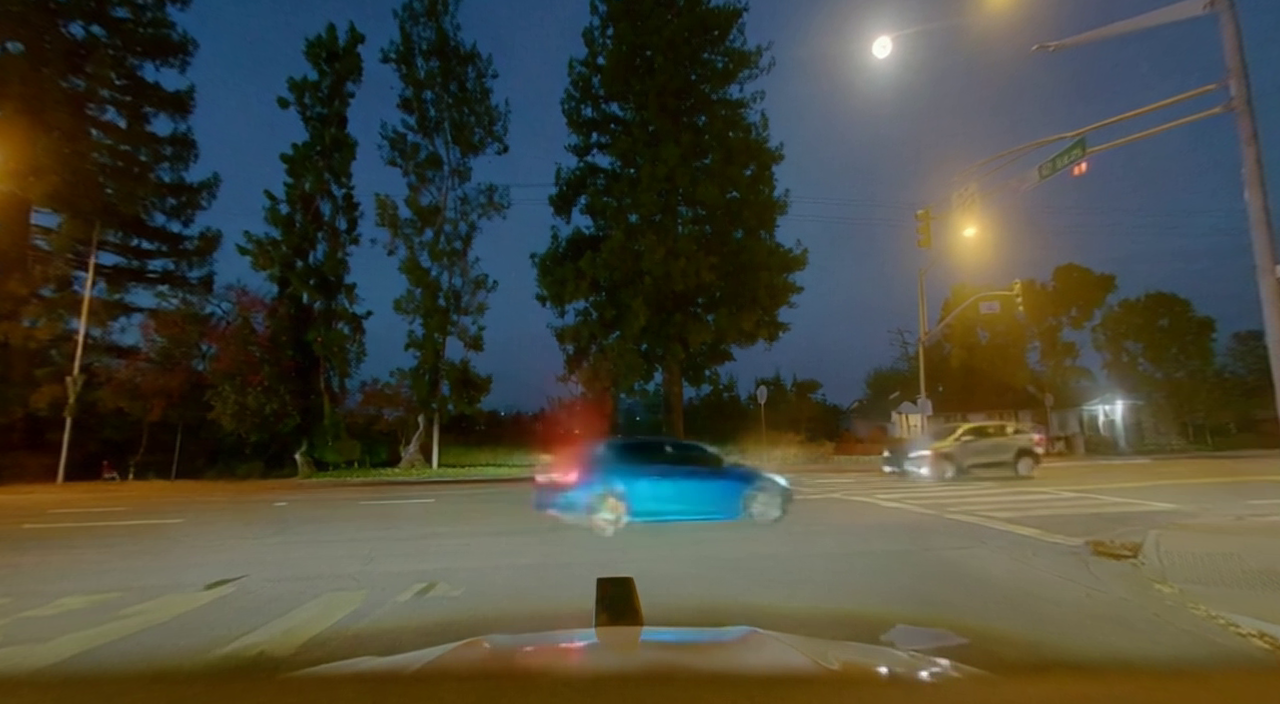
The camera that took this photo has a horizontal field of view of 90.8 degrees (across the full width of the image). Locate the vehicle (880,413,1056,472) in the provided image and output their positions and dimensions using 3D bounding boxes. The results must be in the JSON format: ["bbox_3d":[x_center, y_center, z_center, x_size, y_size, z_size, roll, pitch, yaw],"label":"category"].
[{"bbox_3d":[10.813,3.003,20.988,4.882,1.783,2.093,2,-9,-13],"label":"vehicle"}]

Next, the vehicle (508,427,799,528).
[{"bbox_3d":[0.201,2.024,10.695,4.517,1.419,1.836,3,-9,-20],"label":"vehicle"}]
